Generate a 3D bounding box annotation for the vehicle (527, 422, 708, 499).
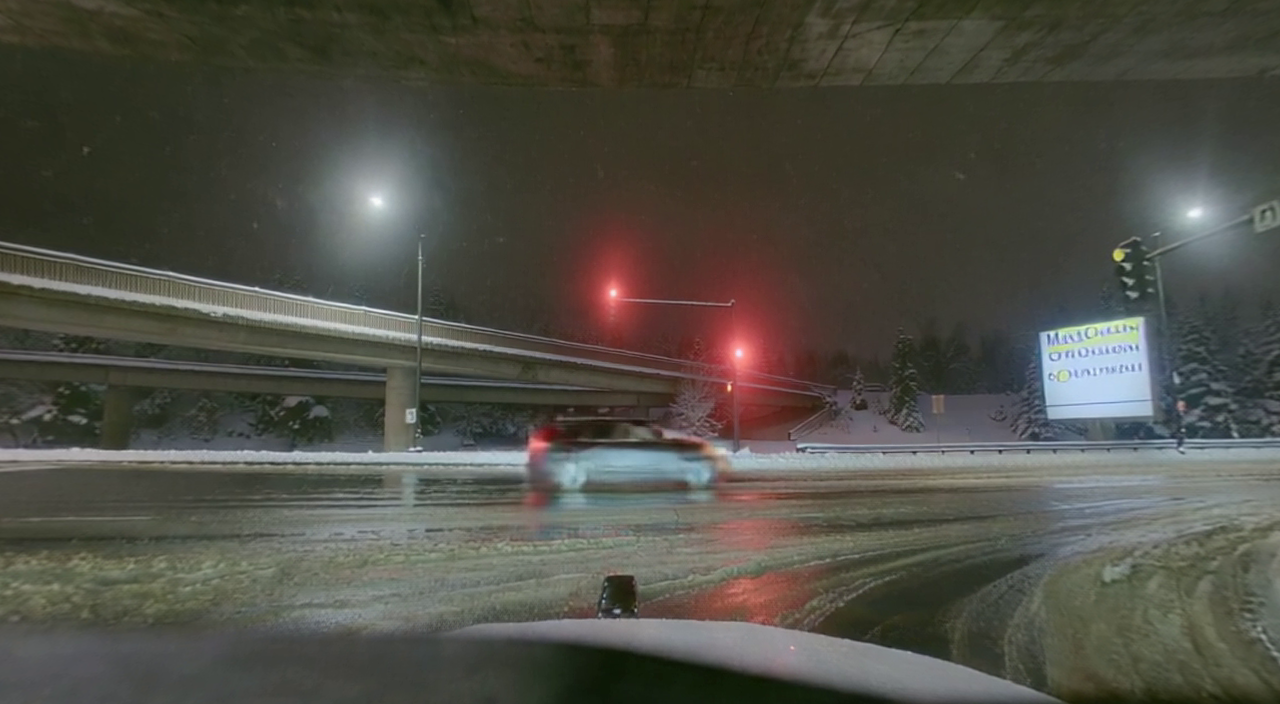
[{"bbox_3d":[-0.524,2.469,14.600,3.897,1.637,1.832,0,-9,-3],"label":"vehicle"}]
